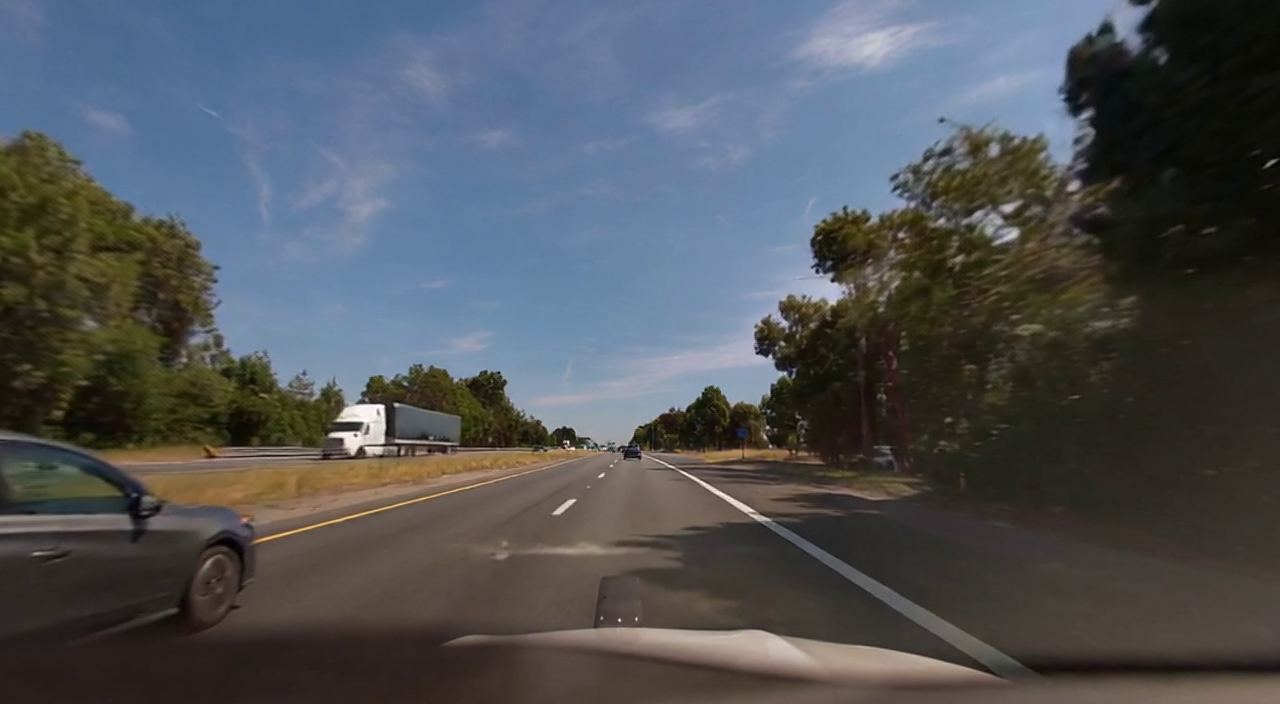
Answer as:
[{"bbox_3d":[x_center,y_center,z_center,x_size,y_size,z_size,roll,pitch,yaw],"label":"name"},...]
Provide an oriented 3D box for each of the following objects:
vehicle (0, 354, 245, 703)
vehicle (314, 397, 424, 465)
[{"bbox_3d":[-3.995,0.807,2.371,2.111,1.717,4.426,0,-9,0],"label":"vehicle"},{"bbox_3d":[-17.652,5.413,42.044,3.032,3.990,10.140,0,-9,-1],"label":"vehicle"}]
